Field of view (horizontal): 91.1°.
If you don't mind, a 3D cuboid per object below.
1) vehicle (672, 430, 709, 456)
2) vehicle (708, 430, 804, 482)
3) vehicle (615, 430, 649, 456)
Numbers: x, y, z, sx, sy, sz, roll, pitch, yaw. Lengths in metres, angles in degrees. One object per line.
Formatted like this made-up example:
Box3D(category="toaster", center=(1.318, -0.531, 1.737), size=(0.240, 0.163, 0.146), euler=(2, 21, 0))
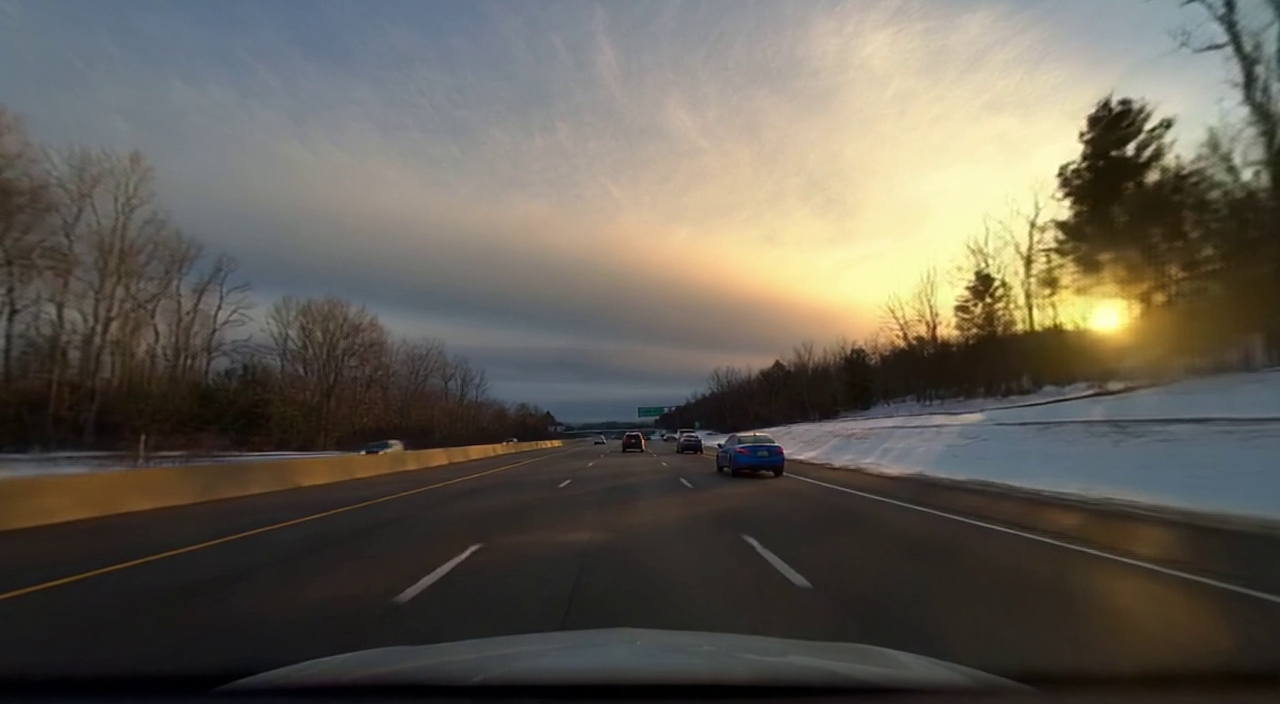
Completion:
Box3D(category="vehicle", center=(3.419, 6.284, 43.480), size=(2.098, 1.677, 4.275), euler=(0, -8, -2))
Box3D(category="vehicle", center=(3.555, 3.278, 20.269), size=(2.056, 1.479, 4.660), euler=(0, -8, -2))
Box3D(category="vehicle", center=(-0.545, 6.102, 42.303), size=(2.182, 1.680, 4.253), euler=(0, -8, -1))
